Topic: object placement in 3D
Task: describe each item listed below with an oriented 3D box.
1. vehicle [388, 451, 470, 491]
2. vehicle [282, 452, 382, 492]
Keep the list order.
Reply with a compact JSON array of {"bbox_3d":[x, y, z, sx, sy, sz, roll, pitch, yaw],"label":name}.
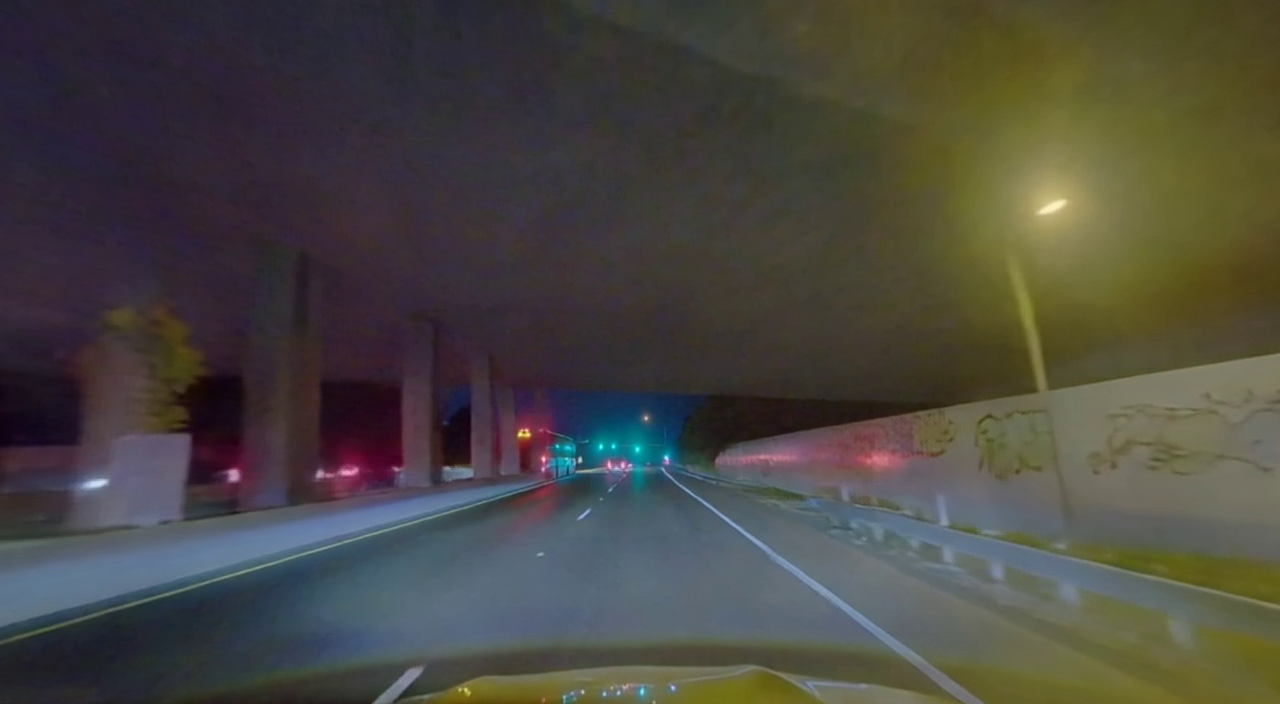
[{"bbox_3d":[-9.159,5.184,27.871,1.979,1.600,4.516,0,-9,1],"label":"vehicle"},{"bbox_3d":[-13.607,5.303,28.264,2.059,1.615,4.688,0,-9,0],"label":"vehicle"}]
